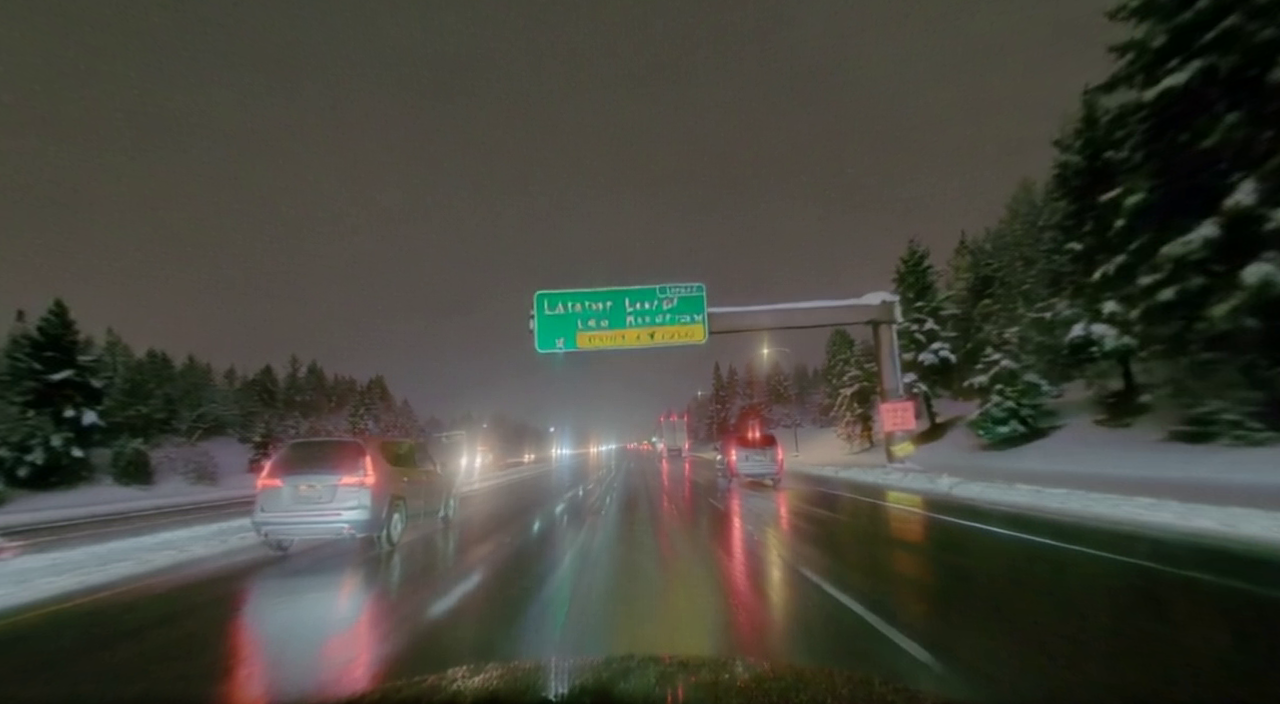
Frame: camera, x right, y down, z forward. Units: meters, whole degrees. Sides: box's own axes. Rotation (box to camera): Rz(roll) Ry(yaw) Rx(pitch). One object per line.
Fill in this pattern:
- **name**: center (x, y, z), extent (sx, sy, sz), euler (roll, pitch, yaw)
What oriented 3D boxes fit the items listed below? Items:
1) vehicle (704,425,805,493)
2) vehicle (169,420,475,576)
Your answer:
- **vehicle**: center (3.263, 3.164, 19.009), extent (2.065, 1.760, 4.488), euler (0, -8, -1)
- **vehicle**: center (-3.958, 1.882, 9.057), extent (1.903, 1.607, 4.770), euler (0, -8, 0)
